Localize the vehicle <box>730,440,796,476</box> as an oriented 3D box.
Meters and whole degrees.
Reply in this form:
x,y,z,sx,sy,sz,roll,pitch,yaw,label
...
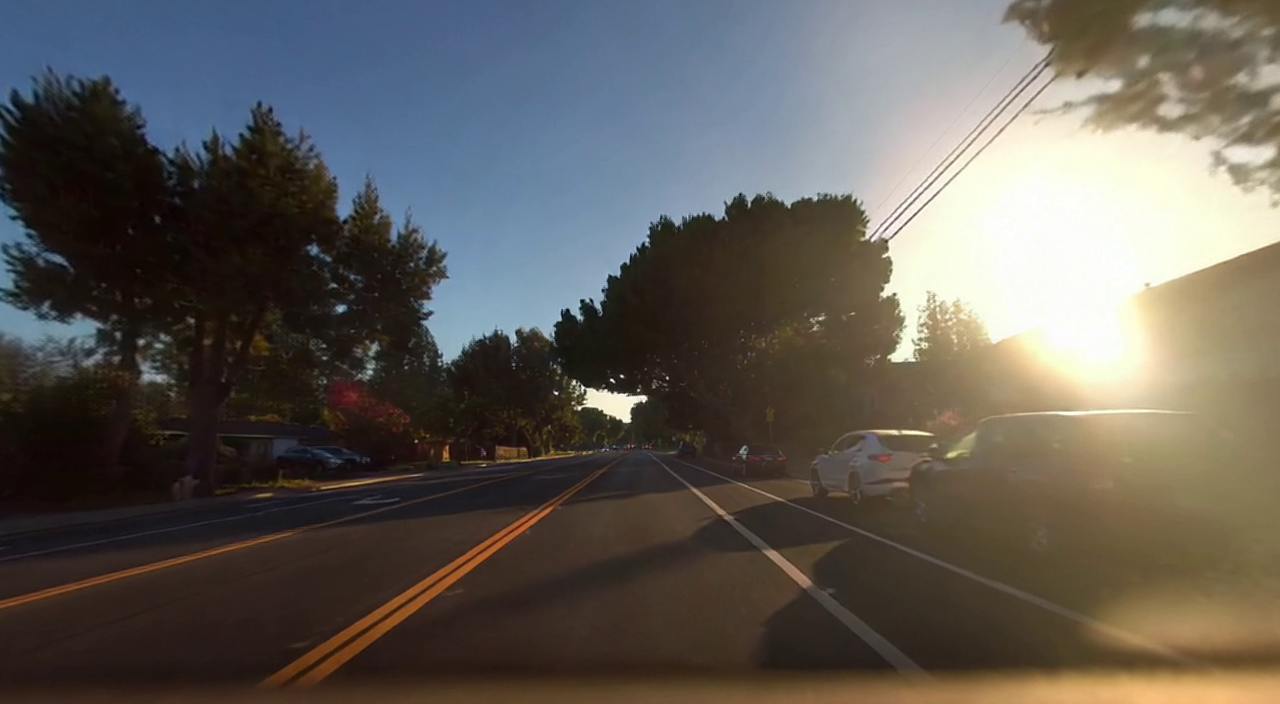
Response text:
x,y,z,sx,sy,sz,roll,pitch,yaw,label
5.419,4.731,28.373,1.935,1.453,4.488,0,-8,-2,vehicle

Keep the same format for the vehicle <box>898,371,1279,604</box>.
x,y,z,sx,sy,sz,roll,pitch,yaw,label
5.025,1.381,7.251,2.160,1.800,4.646,0,-8,1,vehicle

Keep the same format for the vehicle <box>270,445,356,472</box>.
x,y,z,sx,sy,sz,roll,pitch,yaw,label
-21.764,7.116,42.109,4.610,1.721,2.019,0,-8,-2,vehicle
